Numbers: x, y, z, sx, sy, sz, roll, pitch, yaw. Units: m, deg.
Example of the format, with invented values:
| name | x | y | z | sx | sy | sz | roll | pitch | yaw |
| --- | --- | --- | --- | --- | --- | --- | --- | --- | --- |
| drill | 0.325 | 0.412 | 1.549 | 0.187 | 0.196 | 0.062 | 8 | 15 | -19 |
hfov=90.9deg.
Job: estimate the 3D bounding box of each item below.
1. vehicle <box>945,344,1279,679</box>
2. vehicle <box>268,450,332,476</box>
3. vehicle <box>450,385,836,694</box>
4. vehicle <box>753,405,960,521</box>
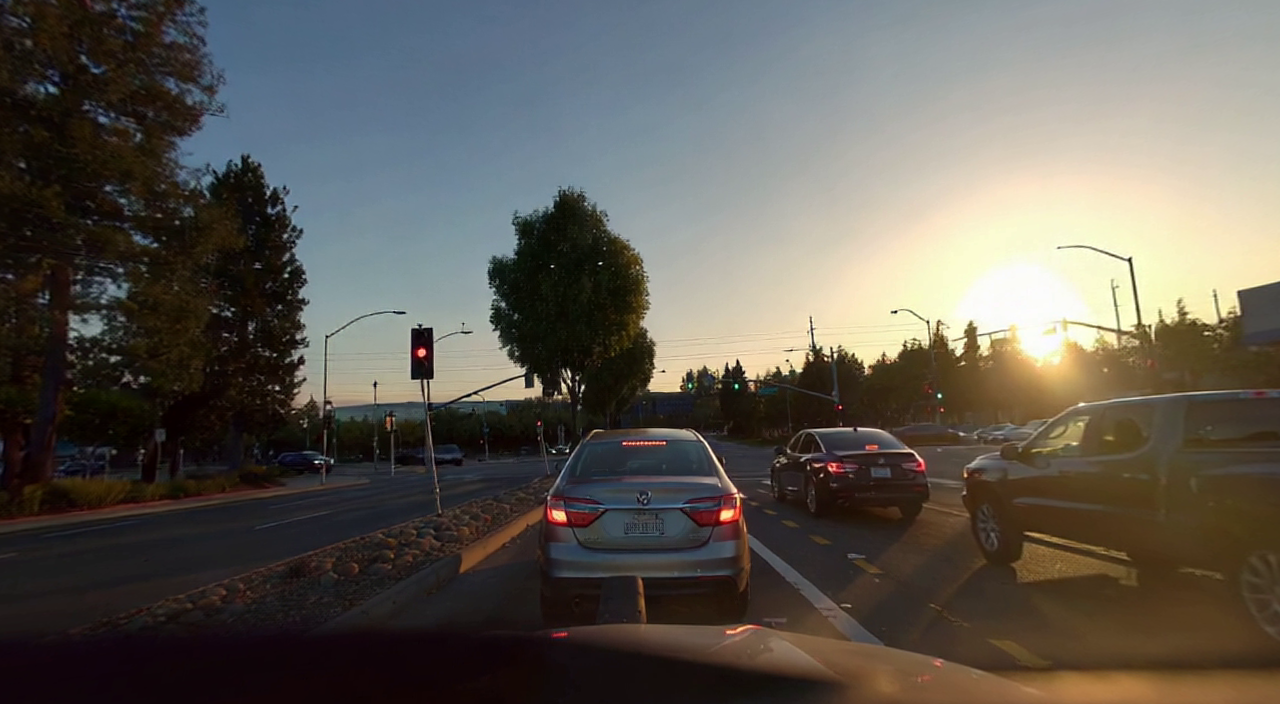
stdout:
| name | x | y | z | sx | sy | sz | roll | pitch | yaw |
| --- | --- | --- | --- | --- | --- | --- | --- | --- | --- |
| vehicle | 4.500 | 1.064 | 4.812 | 2.019 | 1.803 | 4.634 | 0 | -8 | 0 |
| vehicle | -24.078 | 7.839 | 44.871 | 1.798 | 1.706 | 4.385 | -1 | -8 | 6 |
| vehicle | -0.014 | 1.315 | 5.528 | 2.116 | 1.677 | 3.948 | 0 | -8 | -1 |
| vehicle | 4.179 | 2.283 | 13.554 | 2.319 | 1.930 | 5.651 | 0 | -8 | -1 |
